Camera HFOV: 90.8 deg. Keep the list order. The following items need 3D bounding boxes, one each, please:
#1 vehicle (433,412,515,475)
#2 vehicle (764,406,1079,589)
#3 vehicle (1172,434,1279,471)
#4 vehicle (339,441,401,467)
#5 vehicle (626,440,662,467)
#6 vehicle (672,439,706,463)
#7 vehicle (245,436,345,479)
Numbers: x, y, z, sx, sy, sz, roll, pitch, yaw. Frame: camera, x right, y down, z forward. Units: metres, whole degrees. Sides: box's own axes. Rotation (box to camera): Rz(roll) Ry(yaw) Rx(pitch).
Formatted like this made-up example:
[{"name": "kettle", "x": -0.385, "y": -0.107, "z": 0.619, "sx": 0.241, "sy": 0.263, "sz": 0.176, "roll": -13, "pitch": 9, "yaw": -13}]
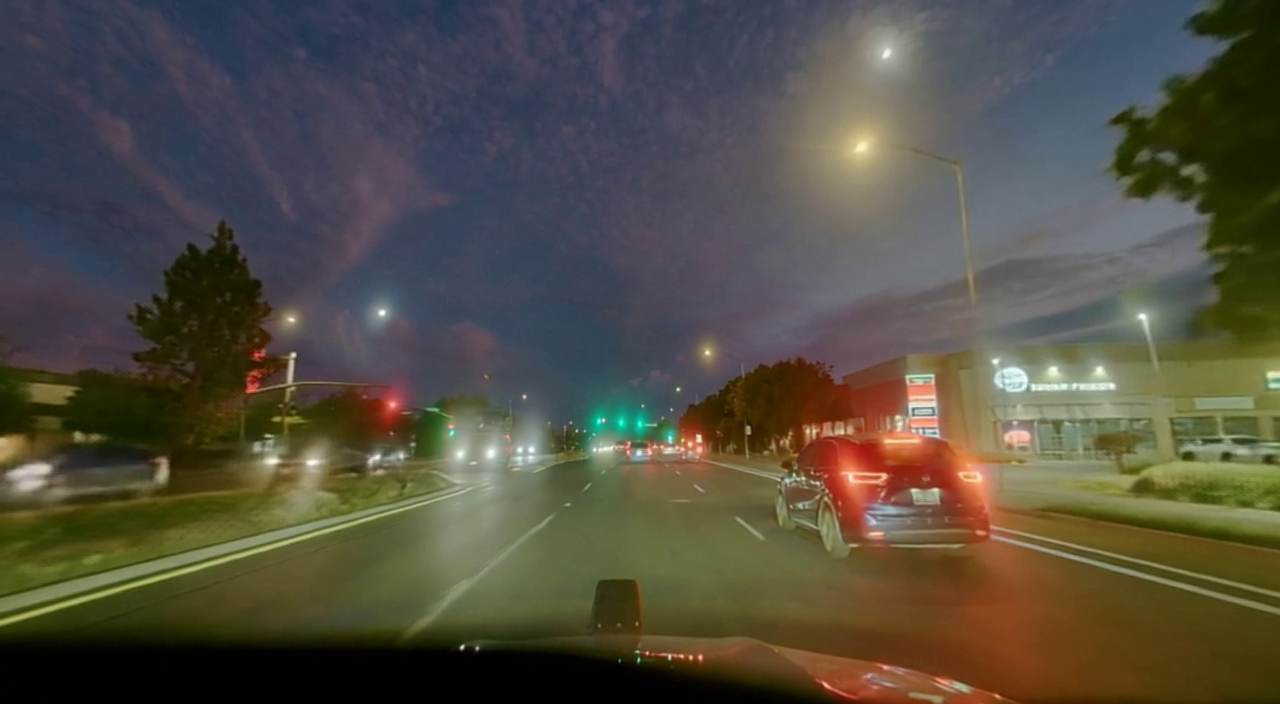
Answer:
[{"name": "vehicle", "x": -7.386, "y": 4.187, "z": 28.876, "sx": 2.334, "sy": 2.525, "sz": 5.893, "roll": 0, "pitch": -9, "yaw": -2}, {"name": "vehicle", "x": 3.053, "y": 1.678, "z": 8.123, "sx": 1.969, "sy": 1.682, "sz": 4.387, "roll": 0, "pitch": -9, "yaw": -1}, {"name": "vehicle", "x": 31.406, "y": 5.307, "z": 33.505, "sx": 1.980, "sy": 1.792, "sz": 4.850, "roll": 0, "pitch": -9, "yaw": -1}, {"name": "vehicle", "x": -17.791, "y": 6.718, "z": 41.897, "sx": 1.946, "sy": 1.606, "sz": 5.136, "roll": 0, "pitch": -9, "yaw": -1}, {"name": "vehicle", "x": 0.193, "y": 6.095, "z": 37.943, "sx": 2.023, "sy": 1.532, "sz": 3.891, "roll": 0, "pitch": -9, "yaw": -2}, {"name": "vehicle", "x": 3.549, "y": 7.302, "z": 46.514, "sx": 2.085, "sy": 1.668, "sz": 4.077, "roll": 0, "pitch": -9, "yaw": 0}, {"name": "vehicle", "x": -14.082, "y": 4.320, "z": 26.085, "sx": 1.847, "sy": 1.624, "sz": 3.927, "roll": 0, "pitch": -9, "yaw": 1}]
